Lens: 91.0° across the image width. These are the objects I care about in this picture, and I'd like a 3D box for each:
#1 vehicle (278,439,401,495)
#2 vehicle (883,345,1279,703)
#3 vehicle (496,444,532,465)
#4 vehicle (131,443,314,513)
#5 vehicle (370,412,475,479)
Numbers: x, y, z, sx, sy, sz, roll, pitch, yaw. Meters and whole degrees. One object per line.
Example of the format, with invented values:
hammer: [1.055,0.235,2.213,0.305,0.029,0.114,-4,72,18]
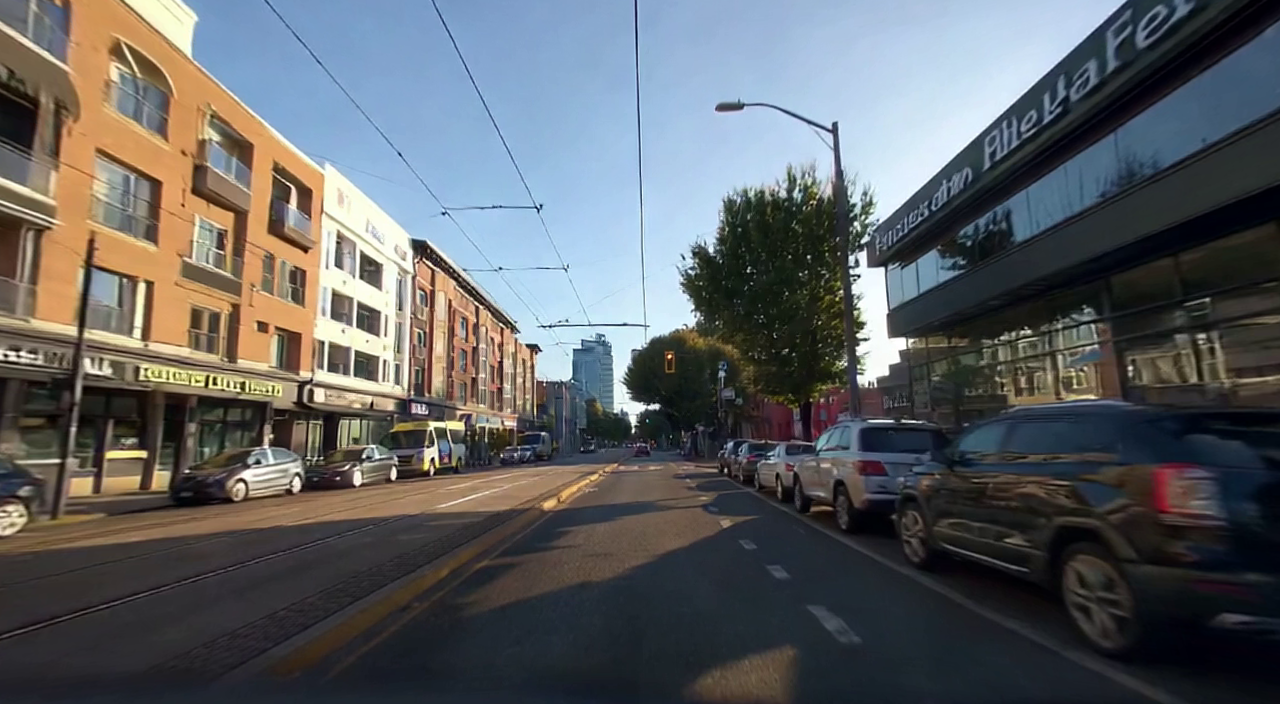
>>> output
vehicle: [-9.914,3.784,21.241,1.837,1.668,4.354,-1,-8,3]
vehicle: [3.591,1.087,4.563,1.879,1.645,4.461,0,-8,0]
vehicle: [-9.460,7.719,47.495,1.897,1.464,4.209,0,-8,-1]
vehicle: [-10.192,3.043,15.789,1.841,1.488,3.852,0,-8,2]
vehicle: [-9.897,4.394,29.465,2.291,2.745,6.492,0,-9,3]
